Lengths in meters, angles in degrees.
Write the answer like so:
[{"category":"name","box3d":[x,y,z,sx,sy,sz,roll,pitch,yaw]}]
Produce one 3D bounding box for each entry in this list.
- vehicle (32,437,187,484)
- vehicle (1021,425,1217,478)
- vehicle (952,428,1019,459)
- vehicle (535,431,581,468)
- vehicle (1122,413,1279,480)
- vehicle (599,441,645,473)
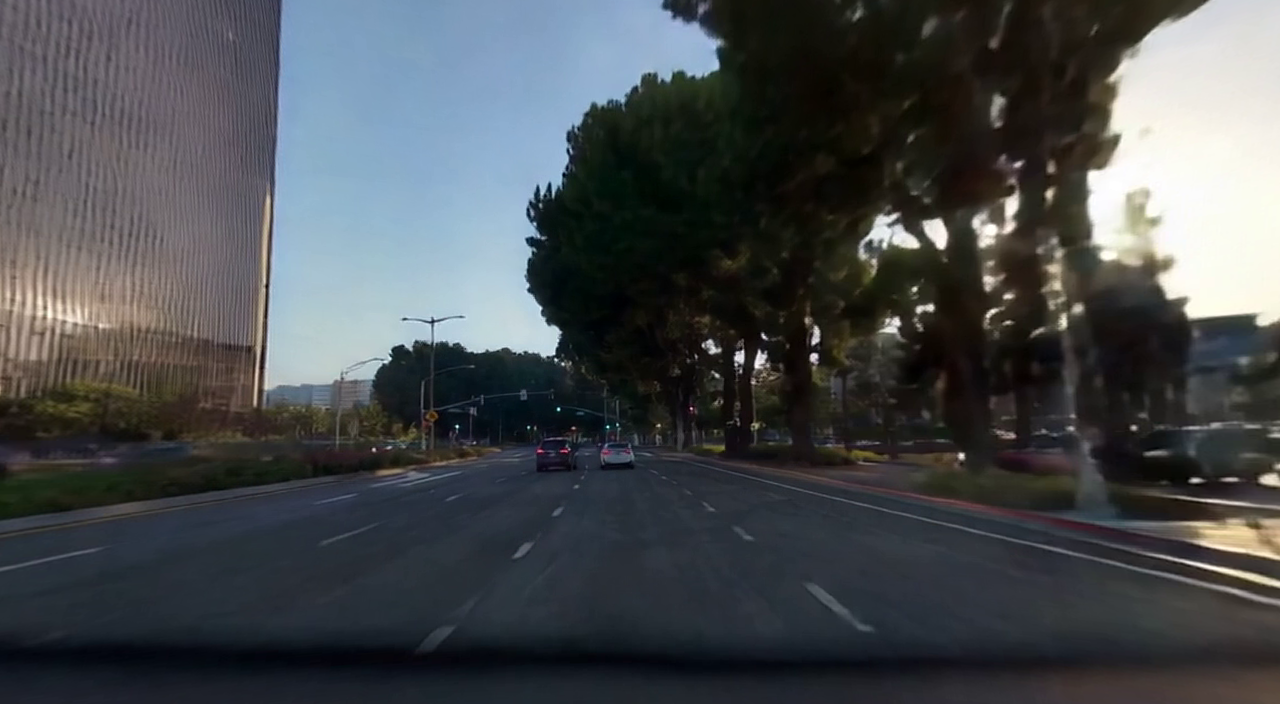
[{"category":"vehicle","box3d":[-22.179,4.536,26.826,1.882,1.745,5.627,0,-8,-3]},{"category":"vehicle","box3d":[14.133,2.953,18.789,4.646,1.438,1.566,1,-8,-4]},{"category":"vehicle","box3d":[20.424,5.399,37.592,1.841,1.555,4.431,-4,-6,6]},{"category":"vehicle","box3d":[-4.272,5.142,33.541,2.001,1.784,4.483,0,-8,-2]},{"category":"vehicle","box3d":[13.890,2.137,14.352,4.373,1.437,1.630,-1,-8,3]},{"category":"vehicle","box3d":[-0.904,4.942,30.022,2.050,1.385,4.096,0,-8,-3]}]
